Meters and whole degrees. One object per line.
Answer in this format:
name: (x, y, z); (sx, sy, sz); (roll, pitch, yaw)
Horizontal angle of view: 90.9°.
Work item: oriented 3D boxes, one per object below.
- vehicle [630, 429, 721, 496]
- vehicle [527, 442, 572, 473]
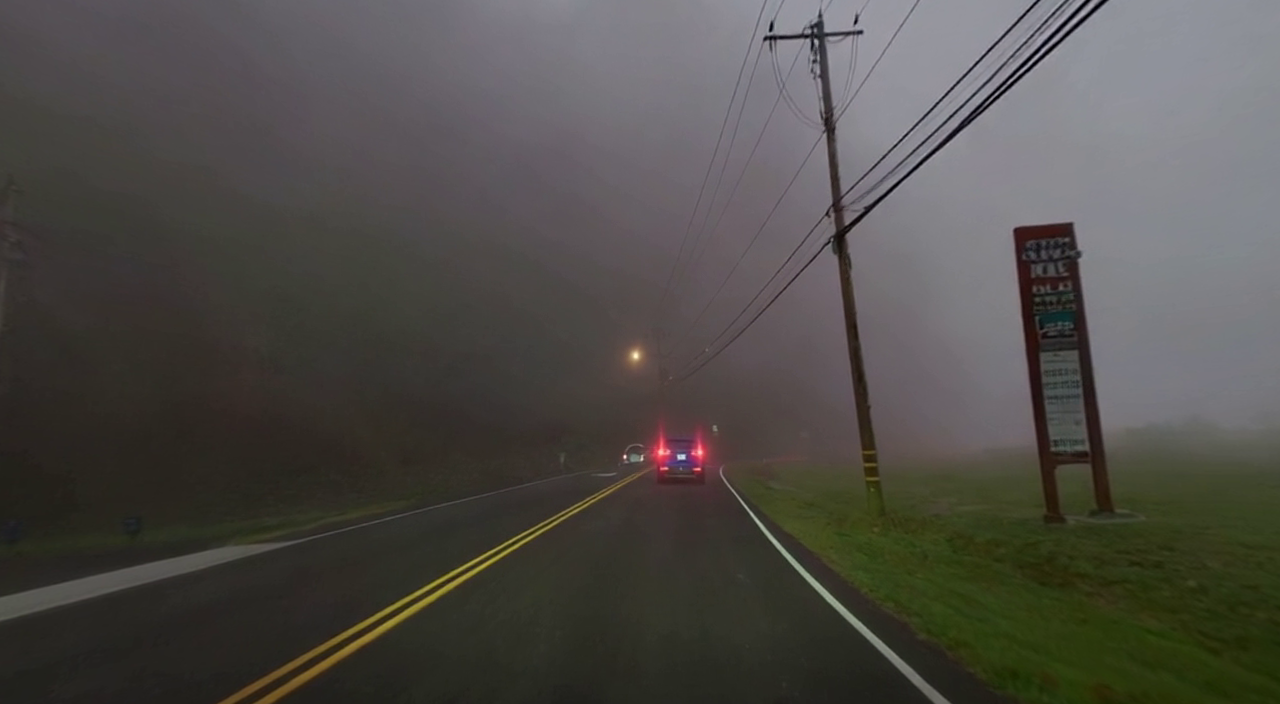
vehicle: (0.882, 2.820, 16.371); (2.081, 1.503, 3.726); (0, -8, 2)
vehicle: (-6.467, 7.404, 44.591); (2.668, 1.981, 5.575); (2, -9, -12)
